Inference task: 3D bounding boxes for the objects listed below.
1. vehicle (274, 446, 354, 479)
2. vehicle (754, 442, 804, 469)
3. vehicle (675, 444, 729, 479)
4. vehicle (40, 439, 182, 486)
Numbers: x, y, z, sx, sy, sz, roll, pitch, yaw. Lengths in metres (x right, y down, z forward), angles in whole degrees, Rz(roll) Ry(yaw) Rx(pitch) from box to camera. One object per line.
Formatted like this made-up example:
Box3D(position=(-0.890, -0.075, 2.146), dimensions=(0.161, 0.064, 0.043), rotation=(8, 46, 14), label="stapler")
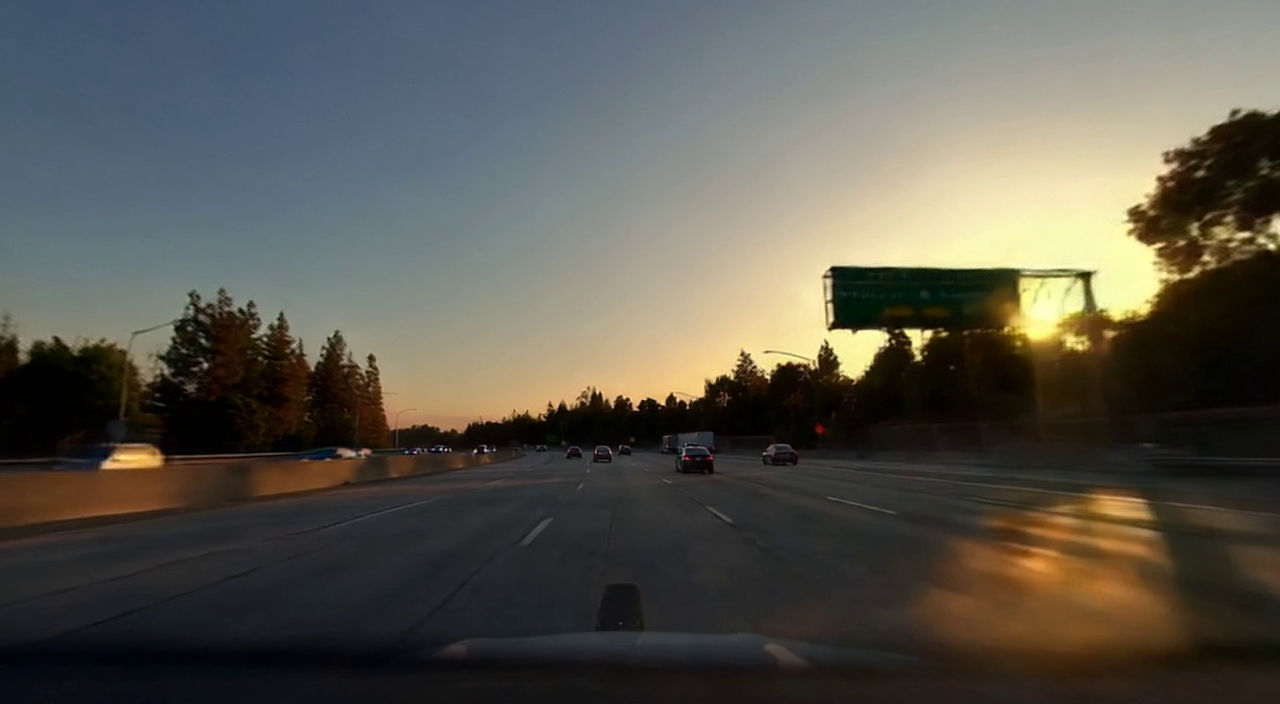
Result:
Box3D(position=(-17.480, 5.934, 34.081), dimensions=(1.970, 1.627, 4.647), rotation=(0, -9, -2), label="vehicle")
Box3D(position=(9.202, 6.906, 42.061), dimensions=(1.909, 1.634, 4.739), rotation=(1, -9, -5), label="vehicle")
Box3D(position=(2.933, 5.300, 30.747), dimensions=(1.975, 1.562, 3.823), rotation=(1, -9, -5), label="vehicle")
Box3D(position=(-24.768, 5.188, 29.839), dimensions=(2.184, 1.991, 5.336), rotation=(0, -9, -2), label="vehicle")
